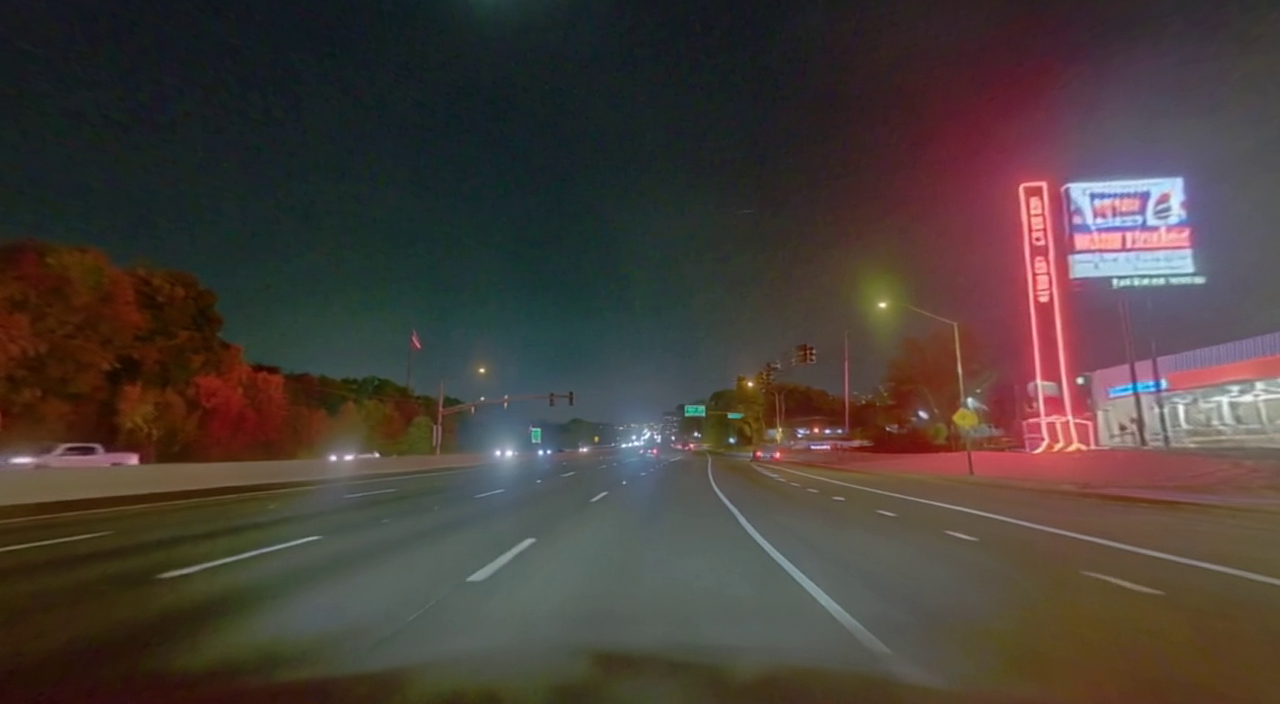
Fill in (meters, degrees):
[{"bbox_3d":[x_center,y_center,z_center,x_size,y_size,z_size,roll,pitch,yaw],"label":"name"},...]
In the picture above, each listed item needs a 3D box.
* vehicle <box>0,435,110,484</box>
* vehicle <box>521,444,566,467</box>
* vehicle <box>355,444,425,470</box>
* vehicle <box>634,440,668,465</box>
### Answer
[{"bbox_3d":[-23.541,4.105,24.357,2.090,1.720,4.470,-1,-9,5],"label":"vehicle"},{"bbox_3d":[-6.685,7.189,44.096,1.903,1.451,4.461,-1,-9,7],"label":"vehicle"},{"bbox_3d":[-15.452,6.481,39.355,1.933,1.490,4.704,-1,-9,7],"label":"vehicle"},{"bbox_3d":[0.859,7.520,47.351,2.139,1.782,4.079,-1,-9,7],"label":"vehicle"}]
